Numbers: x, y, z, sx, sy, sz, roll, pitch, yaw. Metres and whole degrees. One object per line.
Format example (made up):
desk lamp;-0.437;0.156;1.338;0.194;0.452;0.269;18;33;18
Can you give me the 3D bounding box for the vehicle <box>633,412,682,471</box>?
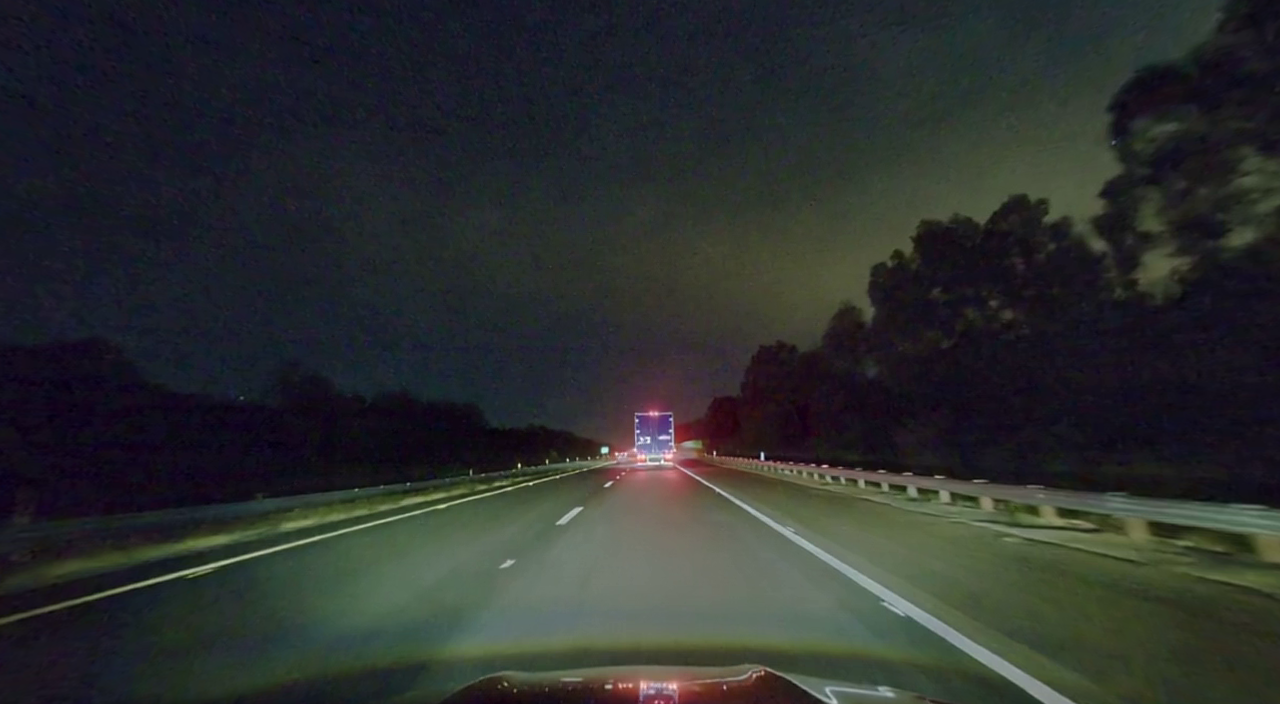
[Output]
vehicle;1.115;6.455;44.984;3.107;3.718;10.231;0;-9;0
